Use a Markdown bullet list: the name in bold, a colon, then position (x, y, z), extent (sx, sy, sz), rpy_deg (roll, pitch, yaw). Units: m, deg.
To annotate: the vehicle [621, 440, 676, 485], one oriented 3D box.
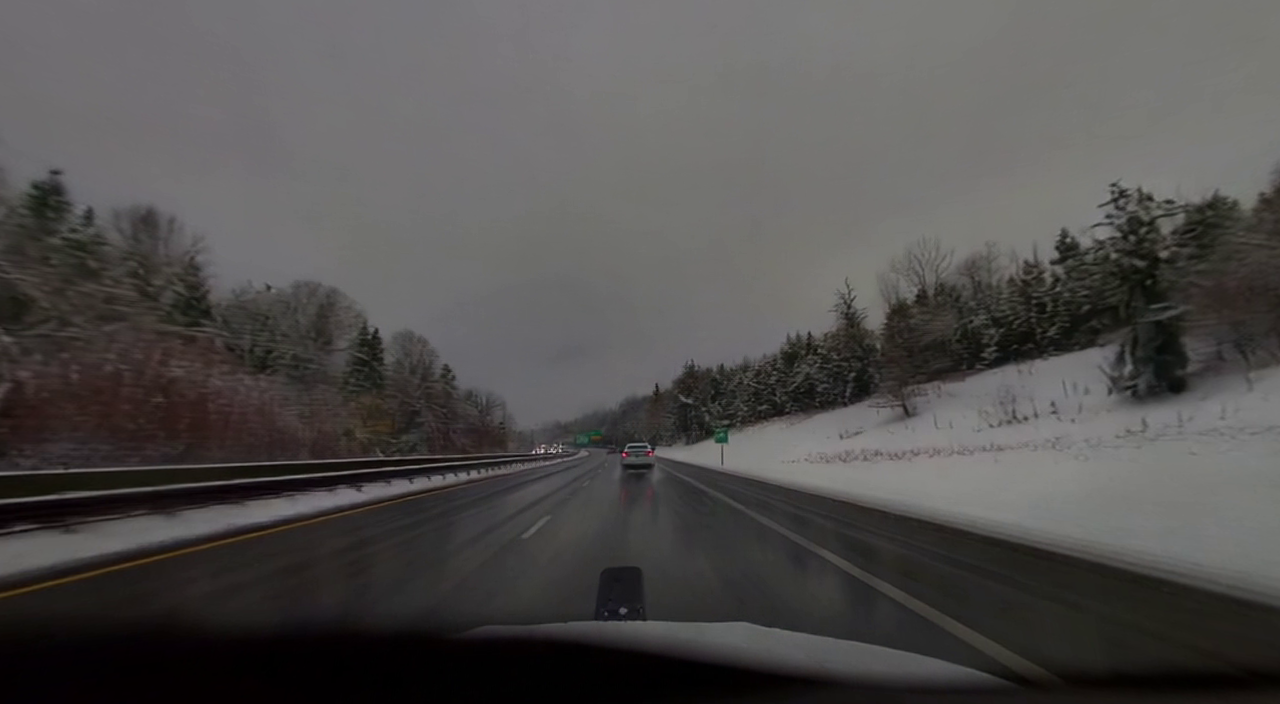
- **vehicle**: position (0.284, 4.631, 26.682), extent (2.135, 1.686, 4.517), rpy_deg (0, -9, -1)
